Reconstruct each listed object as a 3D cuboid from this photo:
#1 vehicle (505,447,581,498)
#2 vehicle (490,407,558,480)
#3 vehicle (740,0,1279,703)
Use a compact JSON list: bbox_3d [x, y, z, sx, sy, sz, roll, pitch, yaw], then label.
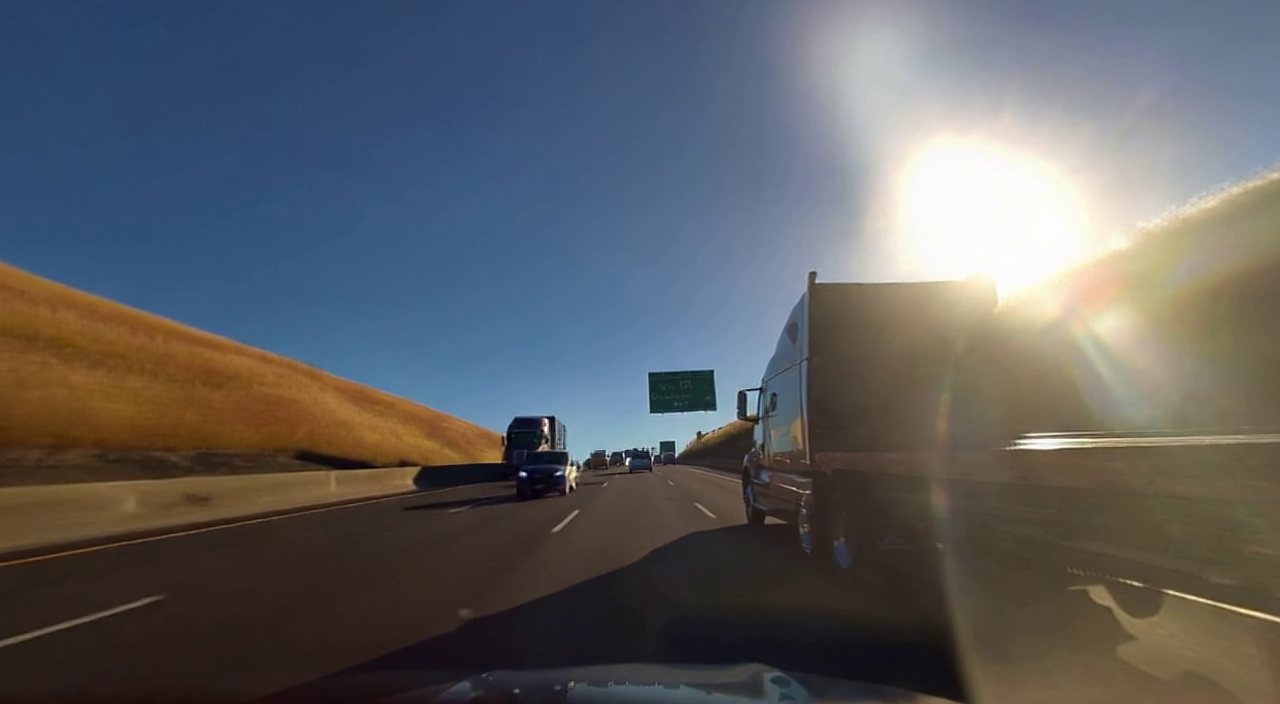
[{"bbox_3d":[-3.186,4.047,21.490,1.949,1.555,3.888,0,-9,1],"label":"vehicle"},{"bbox_3d":[-6.829,5.519,37.994,2.910,3.989,5.837,0,-9,0],"label":"vehicle"},{"bbox_3d":[3.323,0.094,4.743,2.845,4.071,14.008,0,-9,0],"label":"vehicle"}]
